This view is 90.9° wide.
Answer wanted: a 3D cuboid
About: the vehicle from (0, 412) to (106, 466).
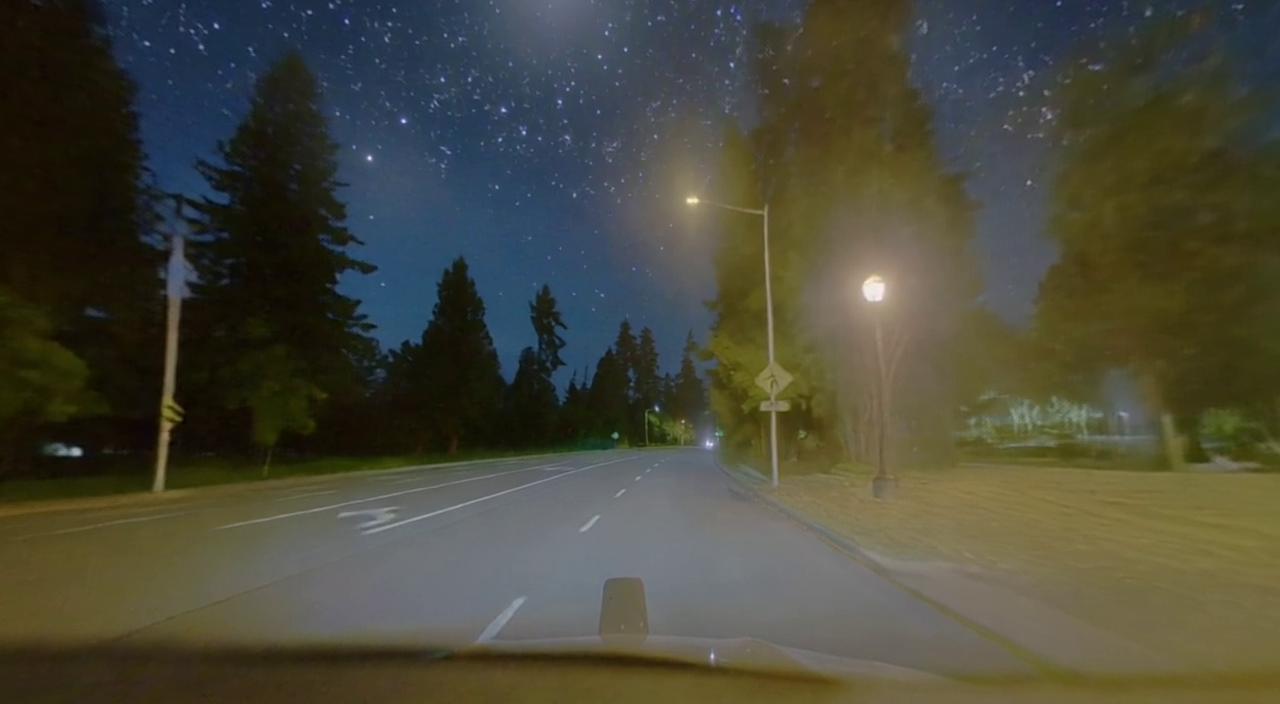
[{"bbox_3d":[-42.268,5.833,41.989,2.875,3.424,10.833,-2,-9,7],"label":"vehicle"}]
